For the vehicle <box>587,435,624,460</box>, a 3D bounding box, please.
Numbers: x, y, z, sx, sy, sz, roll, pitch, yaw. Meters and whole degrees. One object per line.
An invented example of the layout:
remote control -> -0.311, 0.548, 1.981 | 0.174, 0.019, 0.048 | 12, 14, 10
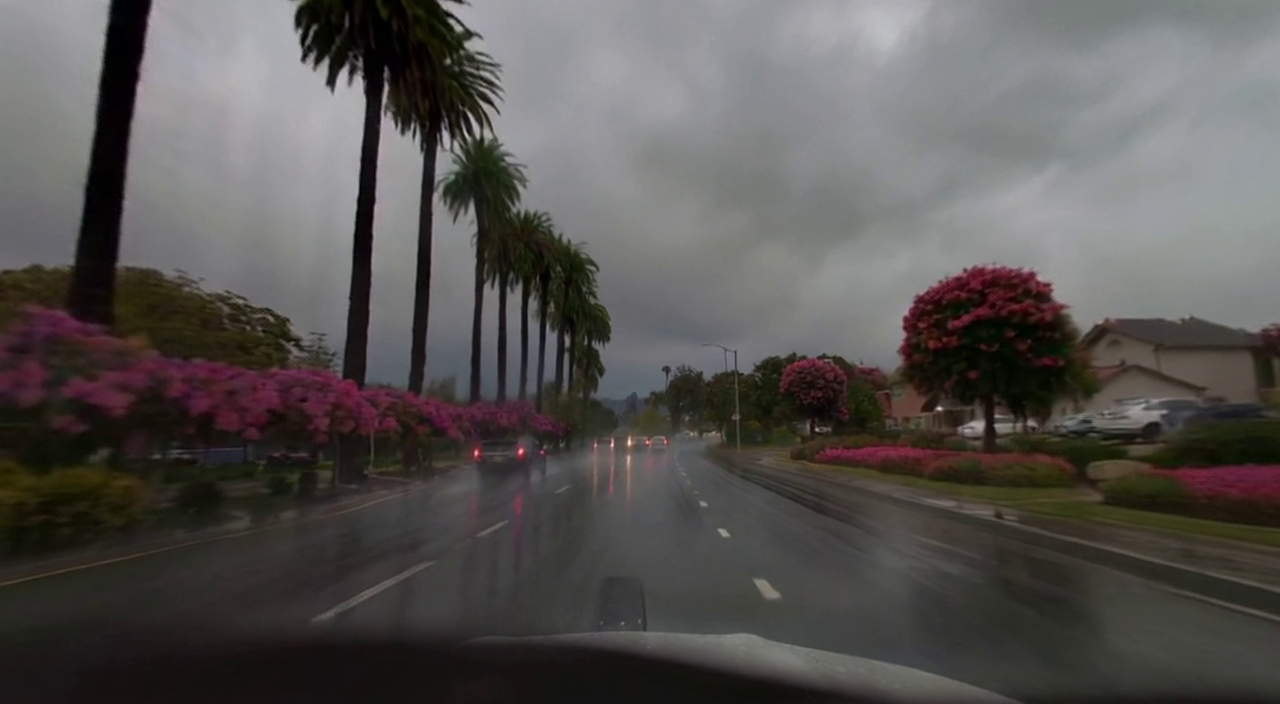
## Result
vehicle -> -2.538, 7.247, 47.698 | 2.188, 1.819, 4.667 | -1, -8, 4

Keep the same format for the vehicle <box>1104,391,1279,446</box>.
vehicle -> 21.211, 2.593, 24.056 | 5.294, 1.978, 2.201 | 1, -8, -7

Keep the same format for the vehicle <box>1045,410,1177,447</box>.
vehicle -> 21.555, 3.531, 28.876 | 4.366, 1.617, 2.096 | 0, -8, 0

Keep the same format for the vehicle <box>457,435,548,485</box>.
vehicle -> -4.411, 3.550, 20.952 | 2.036, 1.478, 4.508 | 0, -8, 0
